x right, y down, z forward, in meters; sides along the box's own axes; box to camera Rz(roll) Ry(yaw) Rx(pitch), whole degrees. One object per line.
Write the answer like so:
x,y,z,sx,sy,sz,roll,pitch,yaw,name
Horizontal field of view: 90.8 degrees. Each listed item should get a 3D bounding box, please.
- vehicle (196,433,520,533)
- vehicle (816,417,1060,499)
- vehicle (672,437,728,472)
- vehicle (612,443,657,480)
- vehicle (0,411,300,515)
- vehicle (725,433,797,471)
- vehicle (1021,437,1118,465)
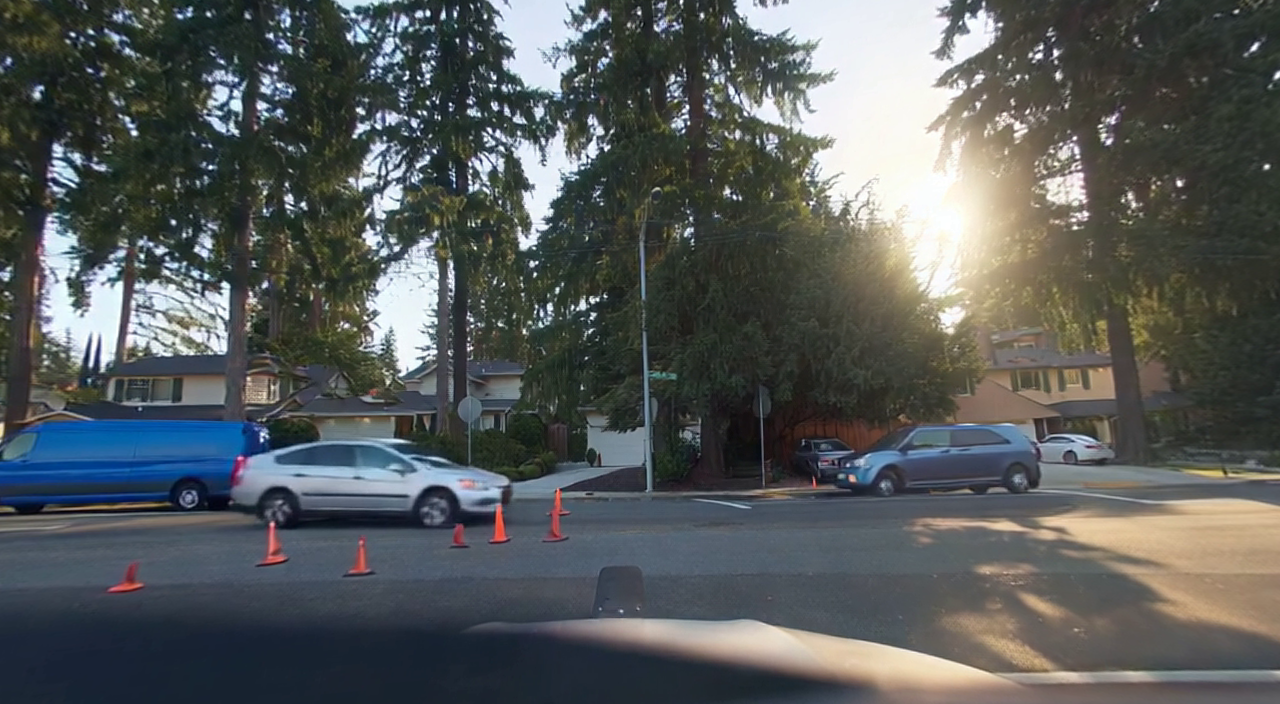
-4.651,2.231,11.117,4.684,1.556,2.087,0,-8,-2,vehicle
7.257,2.619,15.753,5.047,1.851,2.103,1,-9,-6,vehicle
2.608,4.575,28.385,1.745,1.461,4.074,1,-9,-5,vehicle
-0.304,4.783,27.865,1.648,1.430,3.654,4,-8,-4,vehicle
-14.133,3.090,17.387,7.824,2.323,2.863,-2,-10,-3,vehicle
5.327,4.492,28.426,2.007,1.555,4.204,1,-9,-7,vehicle
22.717,5.240,33.485,3.863,1.453,1.826,1,-8,-4,vehicle
